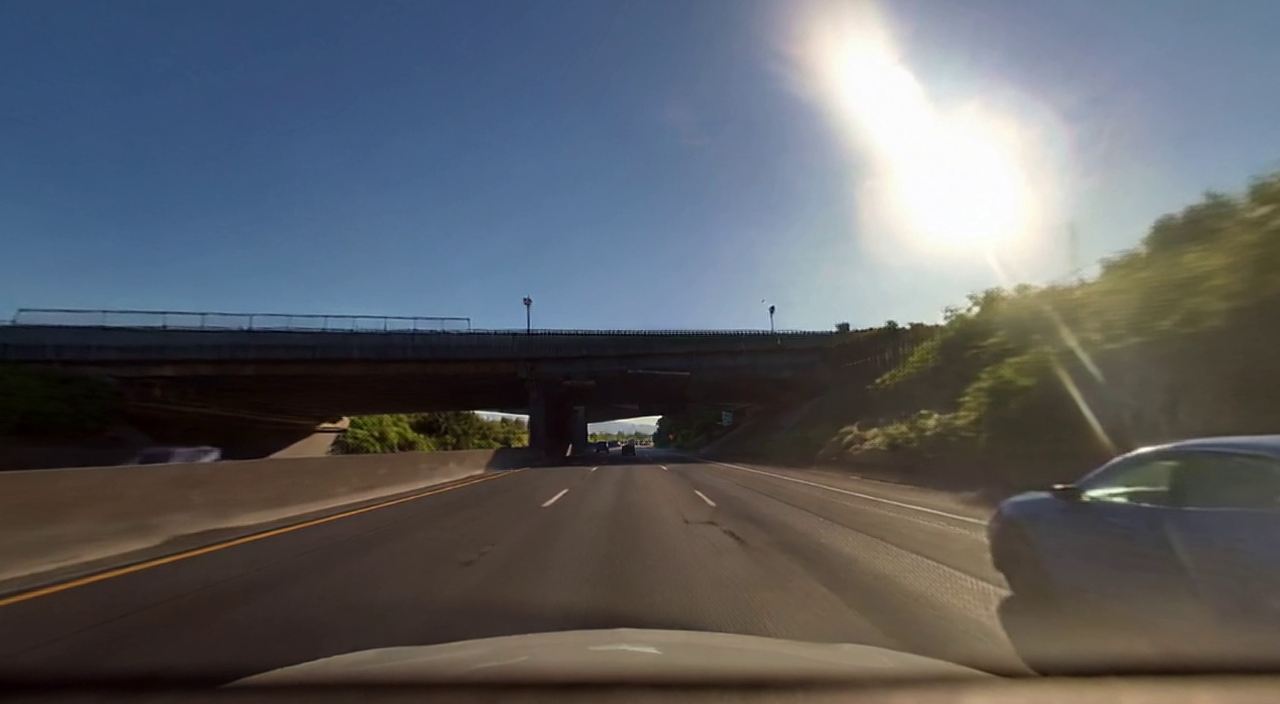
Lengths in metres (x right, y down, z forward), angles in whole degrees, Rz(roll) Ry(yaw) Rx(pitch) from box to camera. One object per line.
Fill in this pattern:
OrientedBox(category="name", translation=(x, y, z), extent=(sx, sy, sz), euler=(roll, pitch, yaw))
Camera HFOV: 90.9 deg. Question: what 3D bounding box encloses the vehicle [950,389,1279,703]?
OrientedBox(category="vehicle", translation=(3.680, 0.980, 3.087), extent=(2.079, 1.515, 4.196), euler=(0, -8, -2))
